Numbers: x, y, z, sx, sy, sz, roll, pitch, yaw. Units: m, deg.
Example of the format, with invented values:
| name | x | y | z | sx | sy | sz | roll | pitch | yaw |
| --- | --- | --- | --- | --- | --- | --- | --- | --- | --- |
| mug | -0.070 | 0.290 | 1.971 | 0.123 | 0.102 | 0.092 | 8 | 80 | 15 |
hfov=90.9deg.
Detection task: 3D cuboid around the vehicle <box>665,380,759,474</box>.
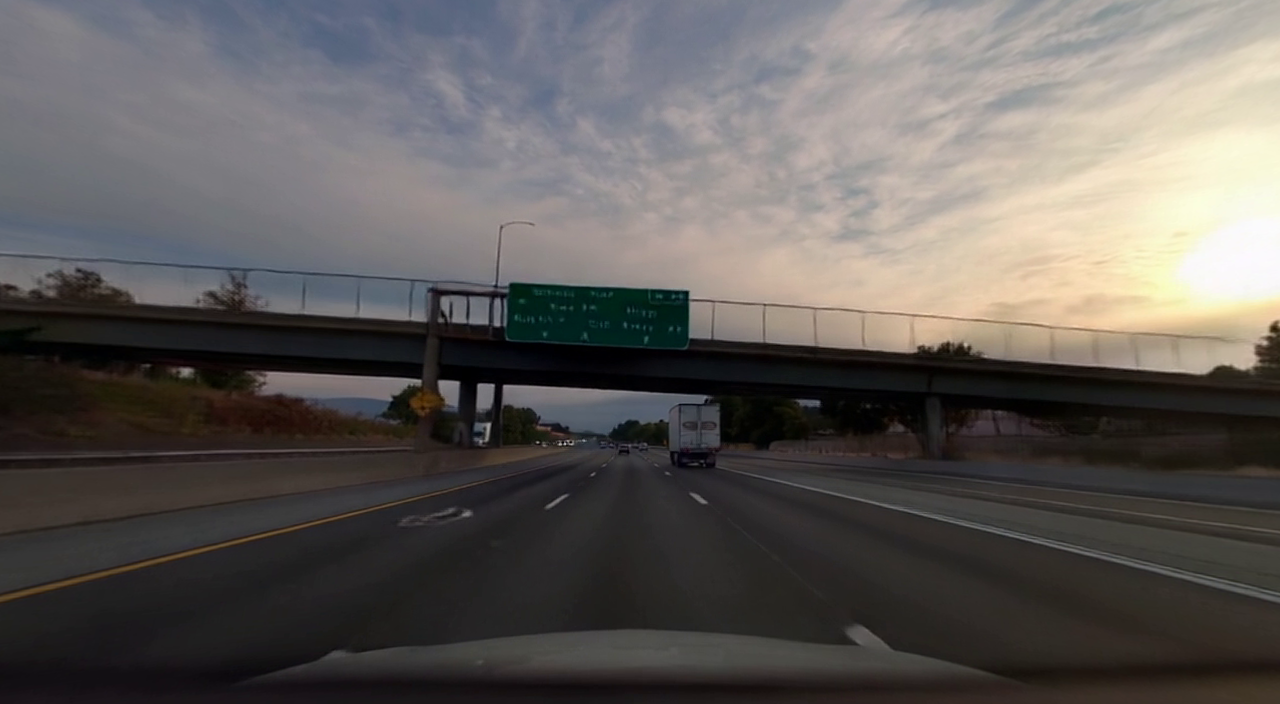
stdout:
| name | x | y | z | sx | sy | sz | roll | pitch | yaw |
| --- | --- | --- | --- | --- | --- | --- | --- | --- | --- |
| vehicle | 3.543 | 4.486 | 35.795 | 3.323 | 4.262 | 14.056 | 0 | -9 | -2 |
